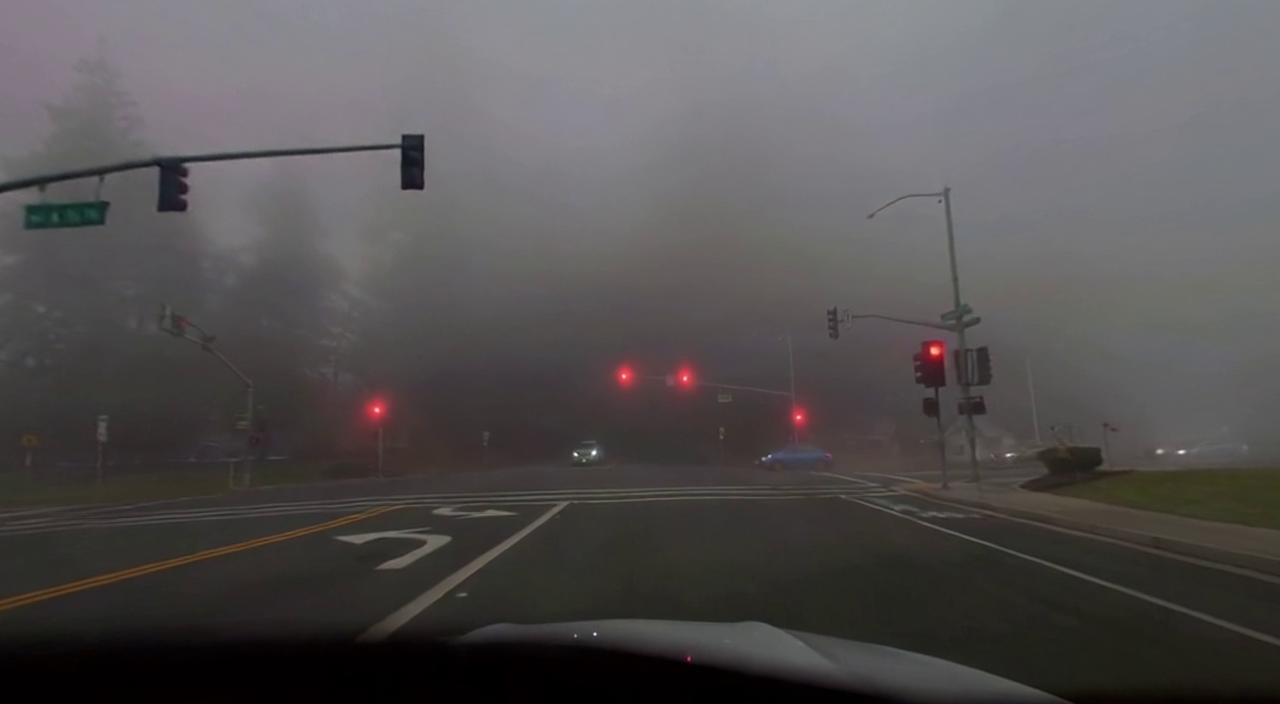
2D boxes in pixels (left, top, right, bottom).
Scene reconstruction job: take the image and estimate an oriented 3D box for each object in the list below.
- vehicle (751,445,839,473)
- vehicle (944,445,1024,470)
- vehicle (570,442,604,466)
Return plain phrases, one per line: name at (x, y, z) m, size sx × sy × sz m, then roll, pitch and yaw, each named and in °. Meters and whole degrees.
vehicle at (8.746, 6.041, 35.593) m, size 4.528 × 1.482 × 1.864 m, roll 4°, pitch -10°, yaw -22°
vehicle at (21.781, 6.662, 39.903) m, size 4.377 × 1.523 × 1.877 m, roll 3°, pitch -10°, yaw -18°
vehicle at (-3.811, 7.501, 46.386) m, size 2.140 × 1.638 × 4.259 m, roll 0°, pitch -9°, yaw 0°
